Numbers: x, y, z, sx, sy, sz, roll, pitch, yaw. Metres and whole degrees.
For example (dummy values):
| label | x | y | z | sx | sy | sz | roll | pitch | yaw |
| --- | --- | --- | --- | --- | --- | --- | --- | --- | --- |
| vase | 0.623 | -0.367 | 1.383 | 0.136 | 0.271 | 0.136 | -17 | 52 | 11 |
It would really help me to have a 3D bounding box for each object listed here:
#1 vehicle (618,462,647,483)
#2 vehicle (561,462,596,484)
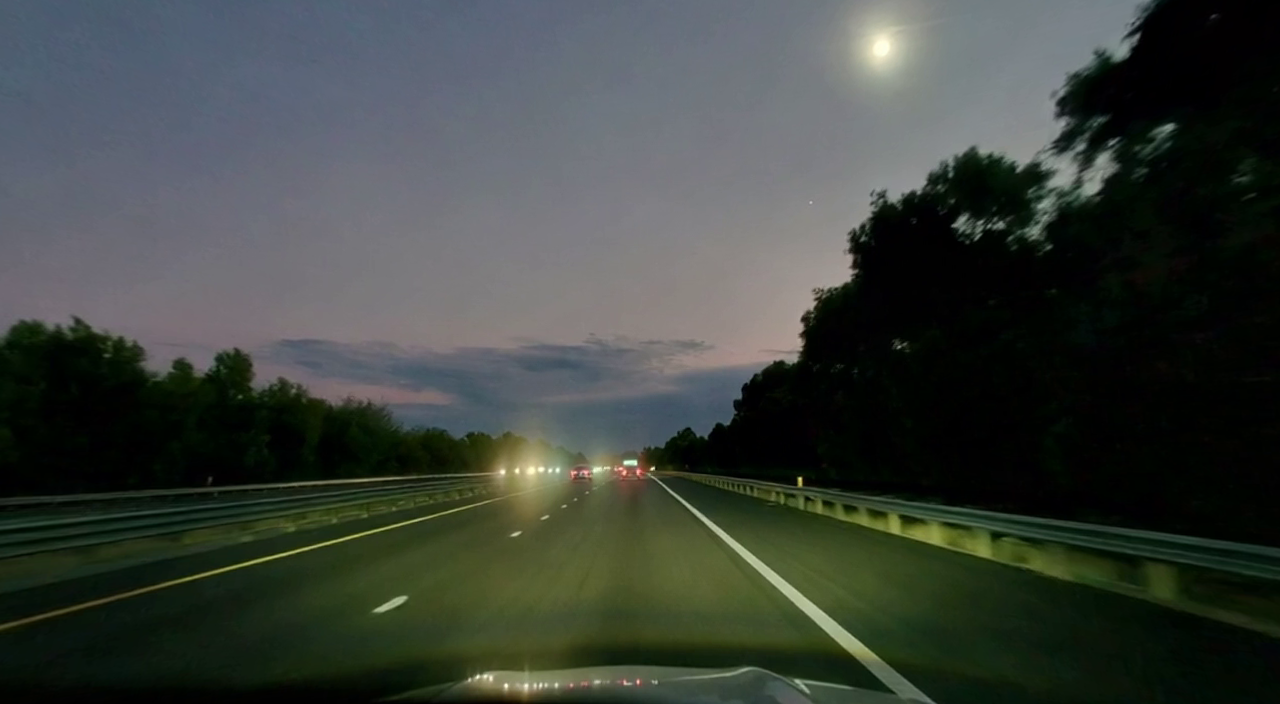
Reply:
| label | x | y | z | sx | sy | sz | roll | pitch | yaw |
| --- | --- | --- | --- | --- | --- | --- | --- | --- | --- |
| vehicle | -0.579 | 9.273 | 48.479 | 2.071 | 1.507 | 4.324 | 1 | -10 | 0 |
| vehicle | -4.321 | 8.562 | 44.681 | 2.088 | 1.466 | 3.939 | 1 | -10 | 0 |
